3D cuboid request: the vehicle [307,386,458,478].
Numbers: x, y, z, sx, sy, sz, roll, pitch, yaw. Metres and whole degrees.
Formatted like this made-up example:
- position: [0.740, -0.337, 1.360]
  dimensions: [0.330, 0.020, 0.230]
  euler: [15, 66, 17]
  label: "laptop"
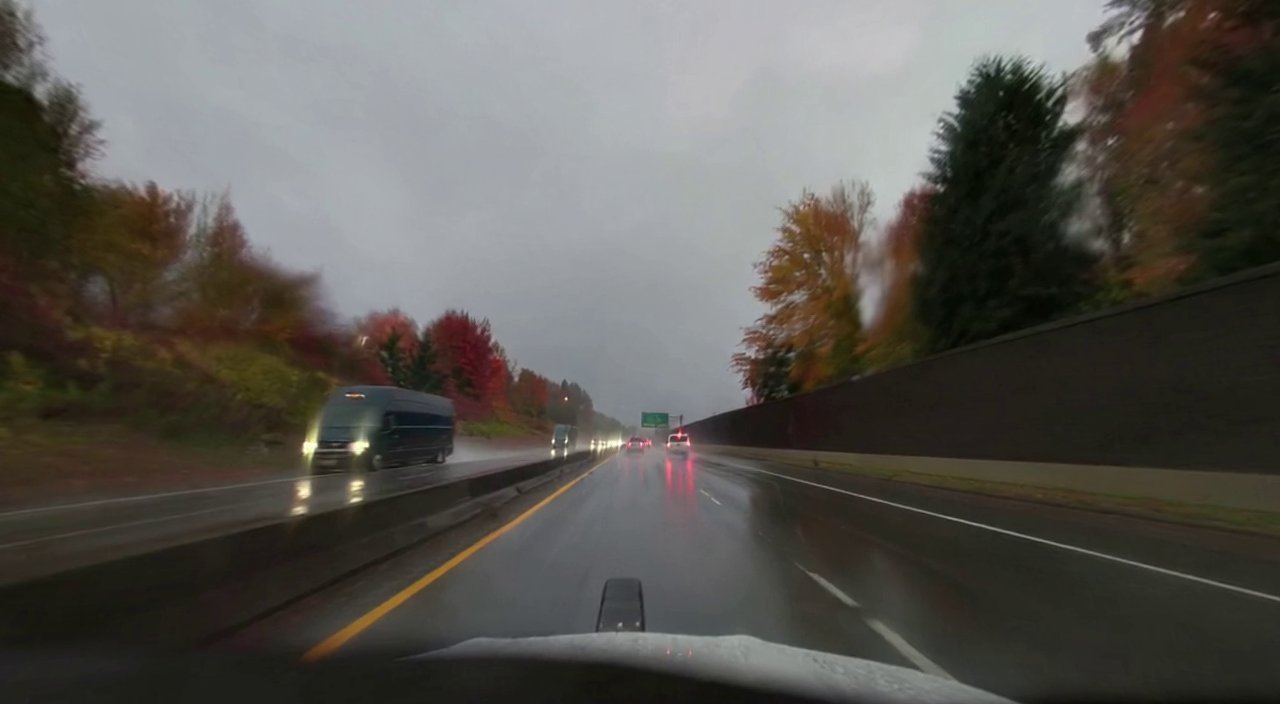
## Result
- position: [-11.798, 3.911, 30.379]
  dimensions: [3.001, 3.662, 10.102]
  euler: [0, -8, 0]
  label: "vehicle"
